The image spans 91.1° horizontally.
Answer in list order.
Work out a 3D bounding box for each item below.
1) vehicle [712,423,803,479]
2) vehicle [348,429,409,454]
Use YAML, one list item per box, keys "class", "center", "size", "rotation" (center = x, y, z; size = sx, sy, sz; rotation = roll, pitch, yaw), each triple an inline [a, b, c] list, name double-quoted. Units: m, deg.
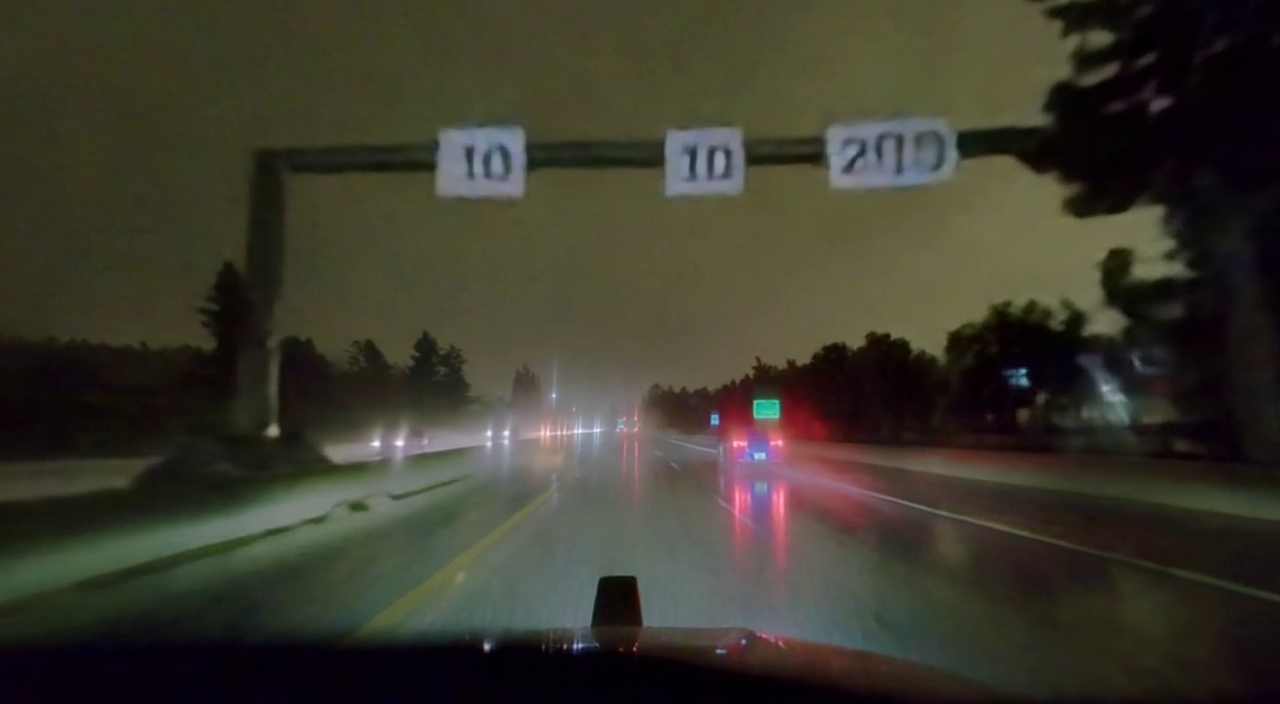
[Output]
- class: "vehicle"
  center: [3.581, 3.096, 19.915]
  size: [1.973, 1.563, 3.959]
  rotation: [1, -8, -2]
- class: "vehicle"
  center: [-16.578, 5.679, 40.067]
  size: [1.897, 1.522, 4.765]
  rotation: [0, -8, -1]
